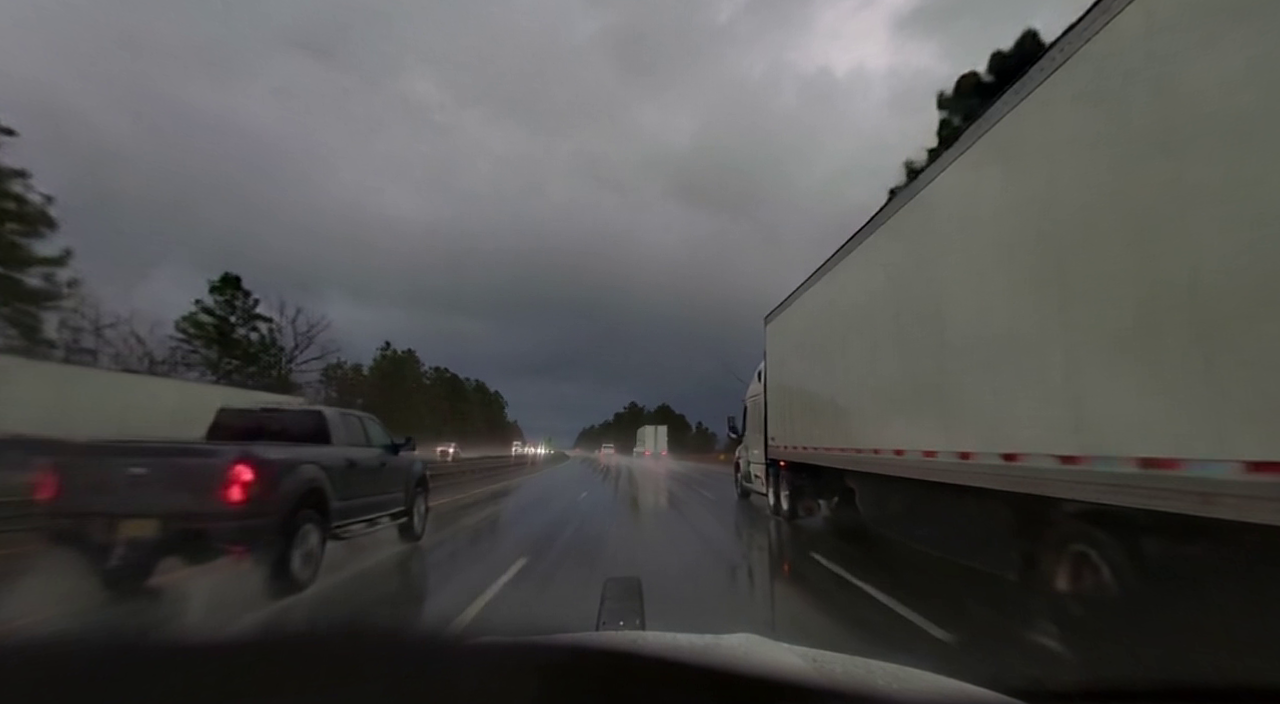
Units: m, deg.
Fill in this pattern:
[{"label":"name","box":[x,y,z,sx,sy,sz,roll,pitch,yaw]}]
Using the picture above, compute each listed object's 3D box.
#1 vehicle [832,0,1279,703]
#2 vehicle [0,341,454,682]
[{"label":"vehicle","box":[4.282,0.144,5.071,2.826,4.035,8.369,0,-9,0]},{"label":"vehicle","box":[-3.749,1.282,6.152,2.337,1.942,4.984,0,-9,0]}]
